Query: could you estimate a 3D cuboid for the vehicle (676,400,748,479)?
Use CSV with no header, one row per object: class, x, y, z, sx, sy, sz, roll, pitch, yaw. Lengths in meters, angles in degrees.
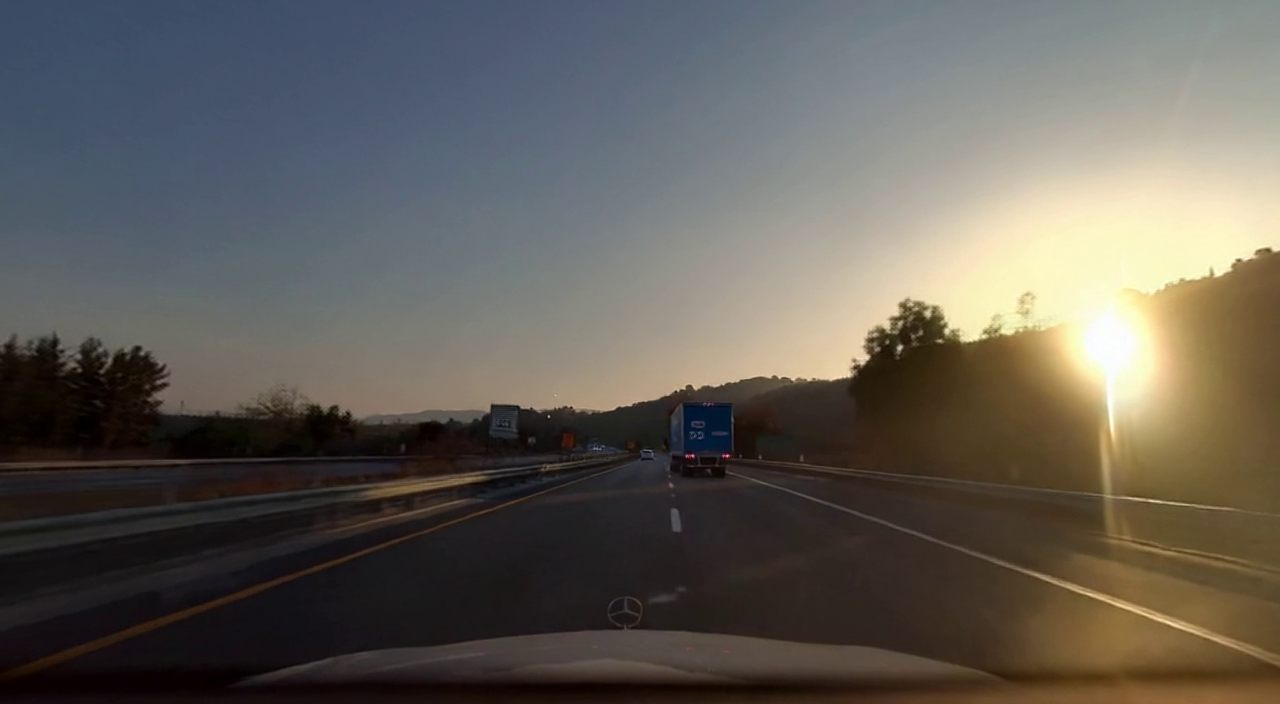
vehicle,3.710,4.940,35.100,3.107,3.718,10.231,0,-9,2
